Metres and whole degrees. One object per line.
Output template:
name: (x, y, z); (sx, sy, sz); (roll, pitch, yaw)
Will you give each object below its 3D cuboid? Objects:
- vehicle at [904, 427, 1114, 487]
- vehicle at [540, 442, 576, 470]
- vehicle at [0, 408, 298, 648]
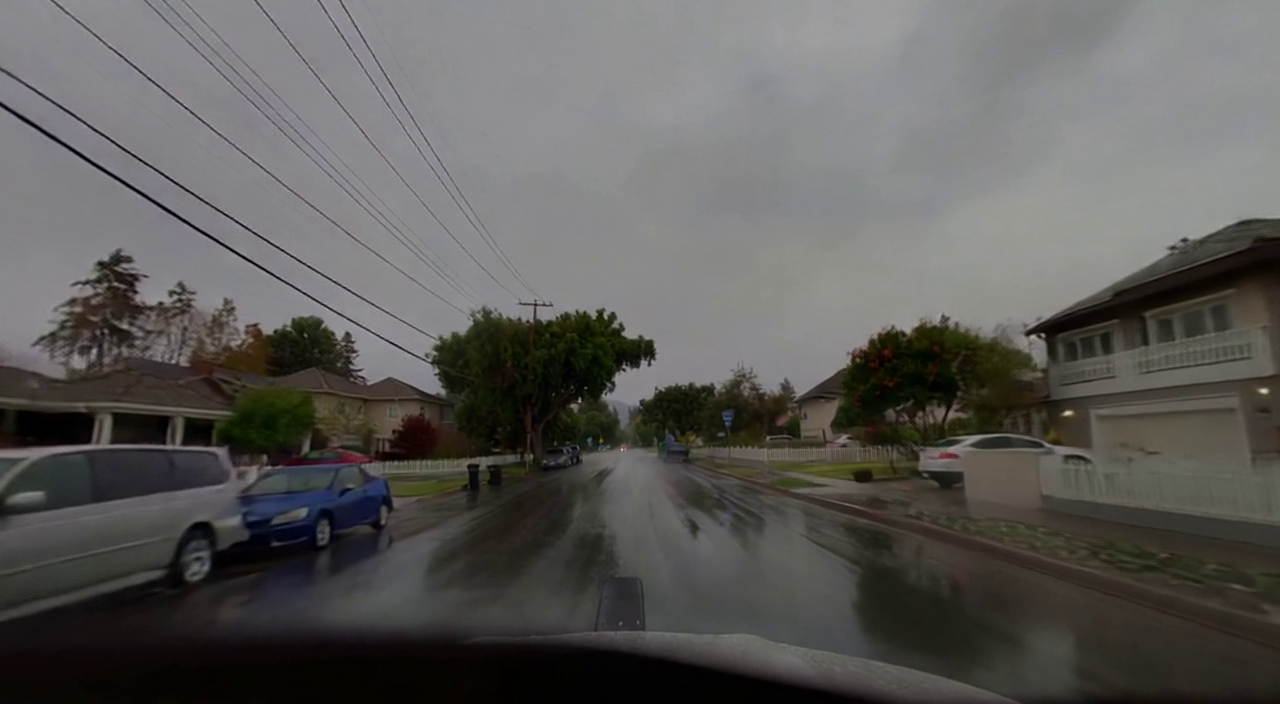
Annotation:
vehicle: (10.228, 2.956, 17.802); (4.629, 1.504, 1.945); (-1, -9, -1)
vehicle: (-6.341, 8.032, 49.169); (2.050, 1.911, 4.852); (-3, -7, 0)
vehicle: (-5.829, 1.591, 6.253); (2.015, 1.766, 5.450); (-3, -8, -2)
